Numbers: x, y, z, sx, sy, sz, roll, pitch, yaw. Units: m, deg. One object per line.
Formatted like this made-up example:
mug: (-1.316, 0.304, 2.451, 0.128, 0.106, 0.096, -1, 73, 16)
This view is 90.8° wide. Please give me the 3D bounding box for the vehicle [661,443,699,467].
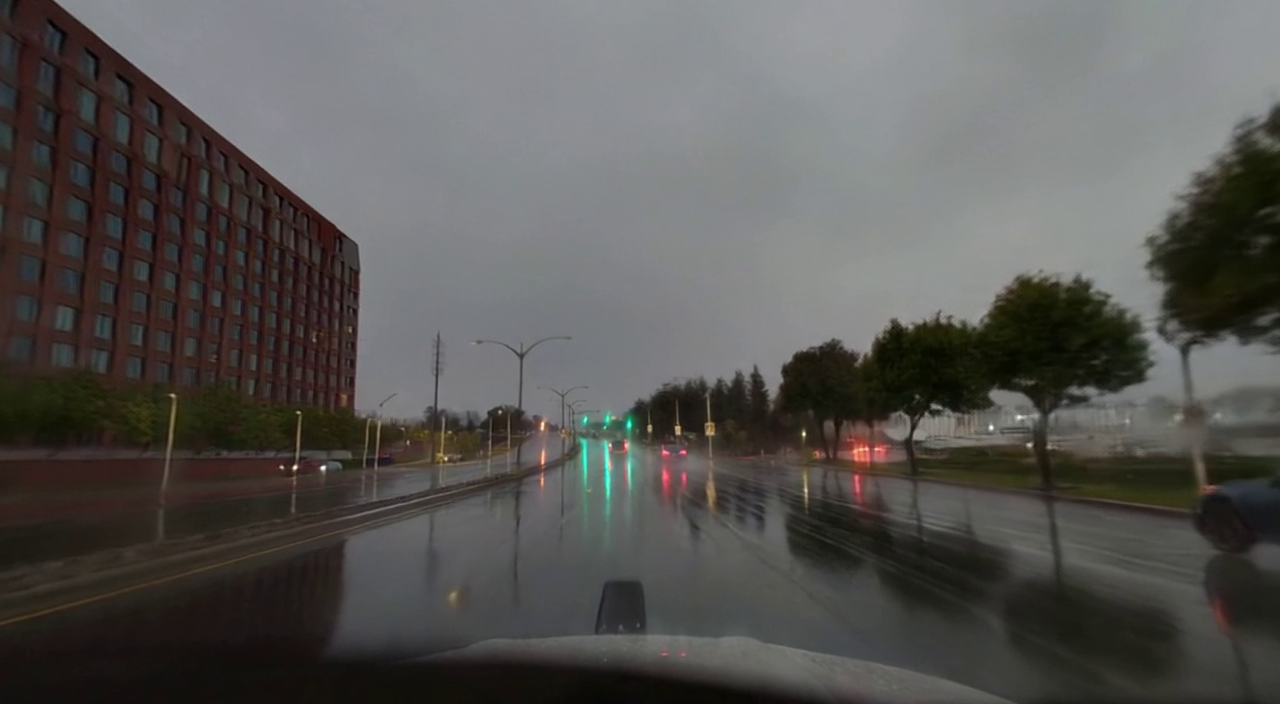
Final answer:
vehicle: (2.699, 7.053, 43.491, 2.090, 1.506, 4.382, 0, -8, -3)
